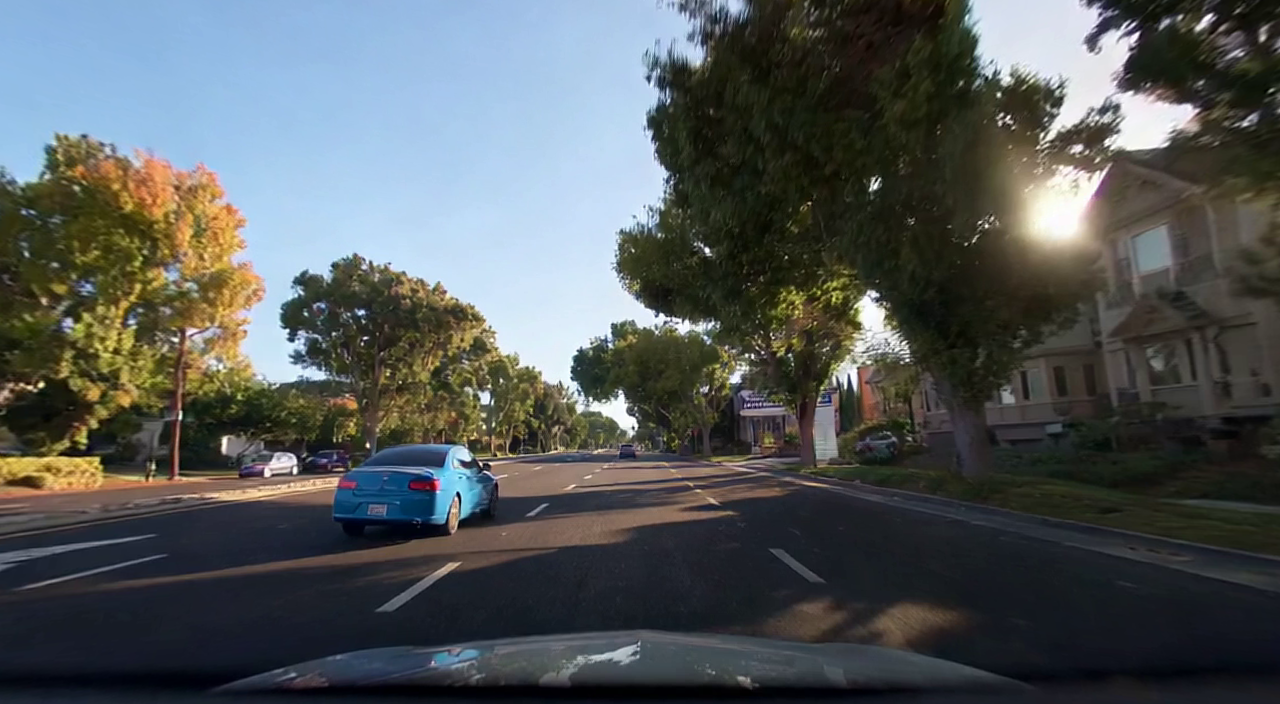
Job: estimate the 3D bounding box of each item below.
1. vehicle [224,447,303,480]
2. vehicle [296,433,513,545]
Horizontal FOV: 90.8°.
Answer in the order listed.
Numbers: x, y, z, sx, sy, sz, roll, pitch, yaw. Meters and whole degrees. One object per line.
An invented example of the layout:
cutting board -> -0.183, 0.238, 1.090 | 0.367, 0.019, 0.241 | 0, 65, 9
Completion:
vehicle -> -22.975, 6.781, 38.811 | 1.986, 1.897, 4.636 | 0, -8, 0
vehicle -> -3.581, 2.144, 10.592 | 2.005, 1.477, 4.169 | 0, -8, 0
